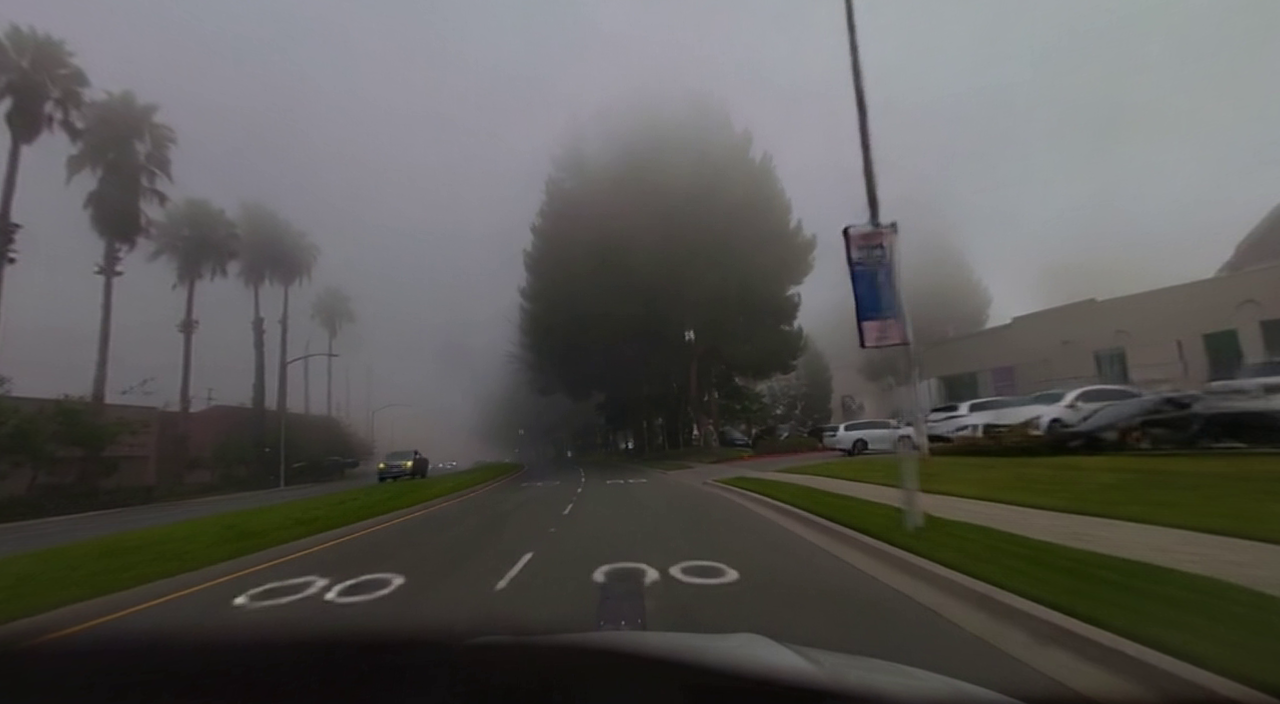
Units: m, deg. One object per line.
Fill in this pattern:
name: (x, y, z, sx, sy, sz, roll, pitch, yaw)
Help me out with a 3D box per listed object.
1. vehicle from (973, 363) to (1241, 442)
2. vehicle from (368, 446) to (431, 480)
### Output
vehicle: (10.758, 1.238, 14.762, 4.636, 1.695, 2.025, 0, -8, -1)
vehicle: (-14.974, 6.895, 39.412, 2.239, 1.955, 5.017, 0, -8, -4)
